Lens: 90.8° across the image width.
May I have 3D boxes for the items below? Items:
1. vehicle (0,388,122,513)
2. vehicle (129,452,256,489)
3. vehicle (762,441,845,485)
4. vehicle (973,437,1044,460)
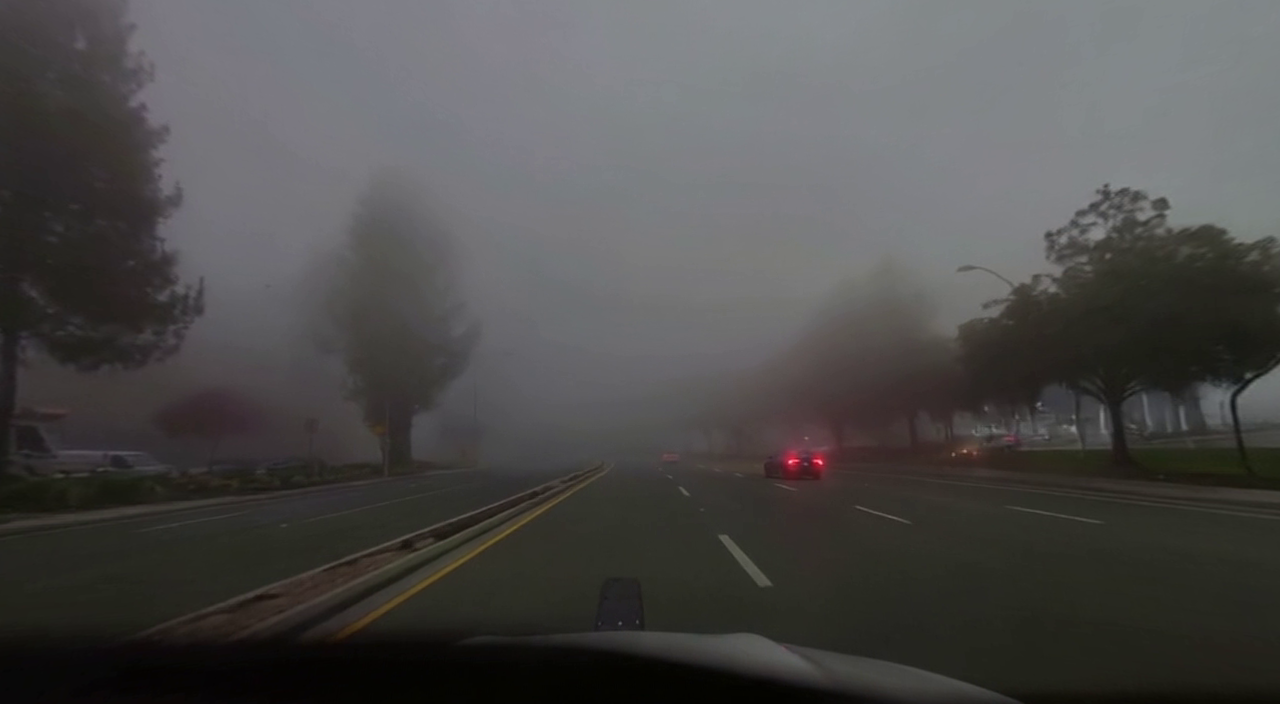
[{"bbox_3d":[-21.405,3.031,19.390,8.324,3.550,2.670,0,-9,-2],"label":"vehicle"},{"bbox_3d":[-20.960,5.559,29.718,4.519,1.614,1.898,-1,-9,2],"label":"vehicle"},{"bbox_3d":[6.549,4.481,25.788,2.181,1.639,4.127,0,-9,-1],"label":"vehicle"},{"bbox_3d":[24.222,6.337,41.578,3.603,1.474,1.634,0,-9,-2],"label":"vehicle"}]
